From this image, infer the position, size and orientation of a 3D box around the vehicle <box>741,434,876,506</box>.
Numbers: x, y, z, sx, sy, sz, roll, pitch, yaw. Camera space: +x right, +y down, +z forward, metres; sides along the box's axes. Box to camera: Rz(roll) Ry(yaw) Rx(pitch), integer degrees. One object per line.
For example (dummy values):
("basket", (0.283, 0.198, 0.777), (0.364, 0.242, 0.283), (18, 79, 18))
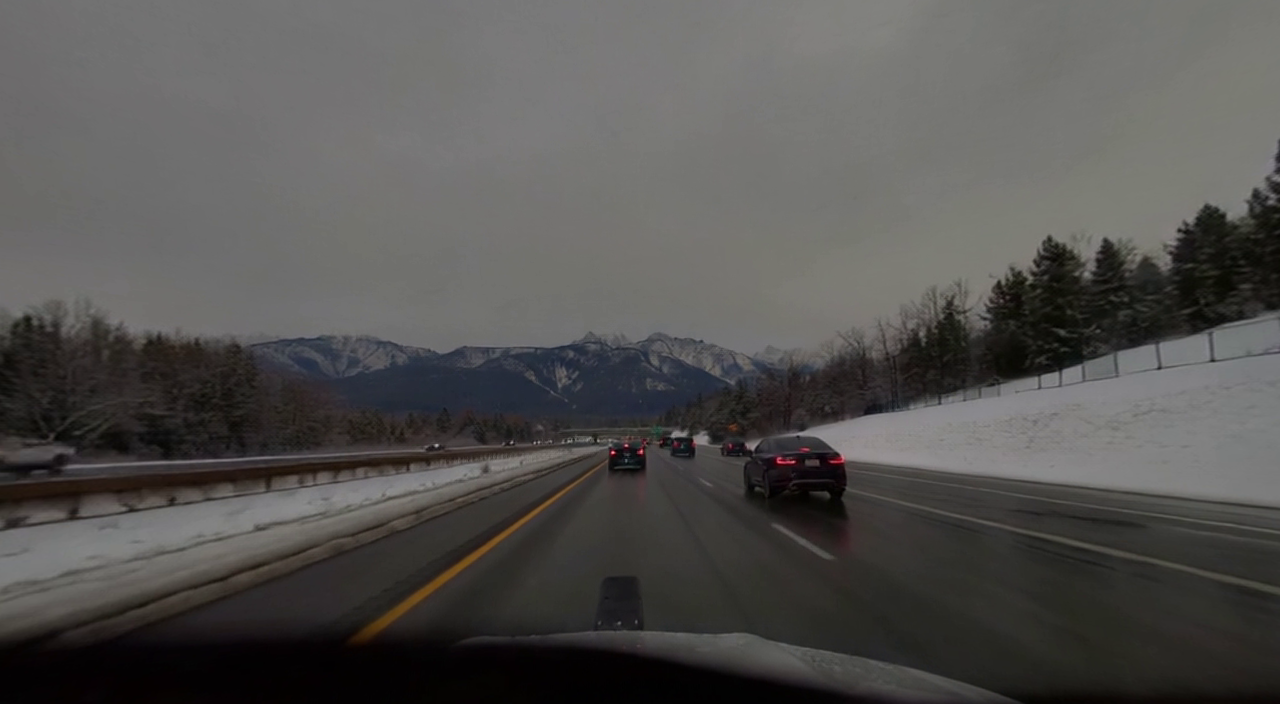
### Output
("vehicle", (3.786, 2.708, 14.972), (1.957, 1.447, 4.241), (0, -8, -1))

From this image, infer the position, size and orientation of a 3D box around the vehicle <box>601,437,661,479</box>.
("vehicle", (-0.329, 4.005, 24.021), (2.085, 1.449, 3.860), (0, -8, 0))
